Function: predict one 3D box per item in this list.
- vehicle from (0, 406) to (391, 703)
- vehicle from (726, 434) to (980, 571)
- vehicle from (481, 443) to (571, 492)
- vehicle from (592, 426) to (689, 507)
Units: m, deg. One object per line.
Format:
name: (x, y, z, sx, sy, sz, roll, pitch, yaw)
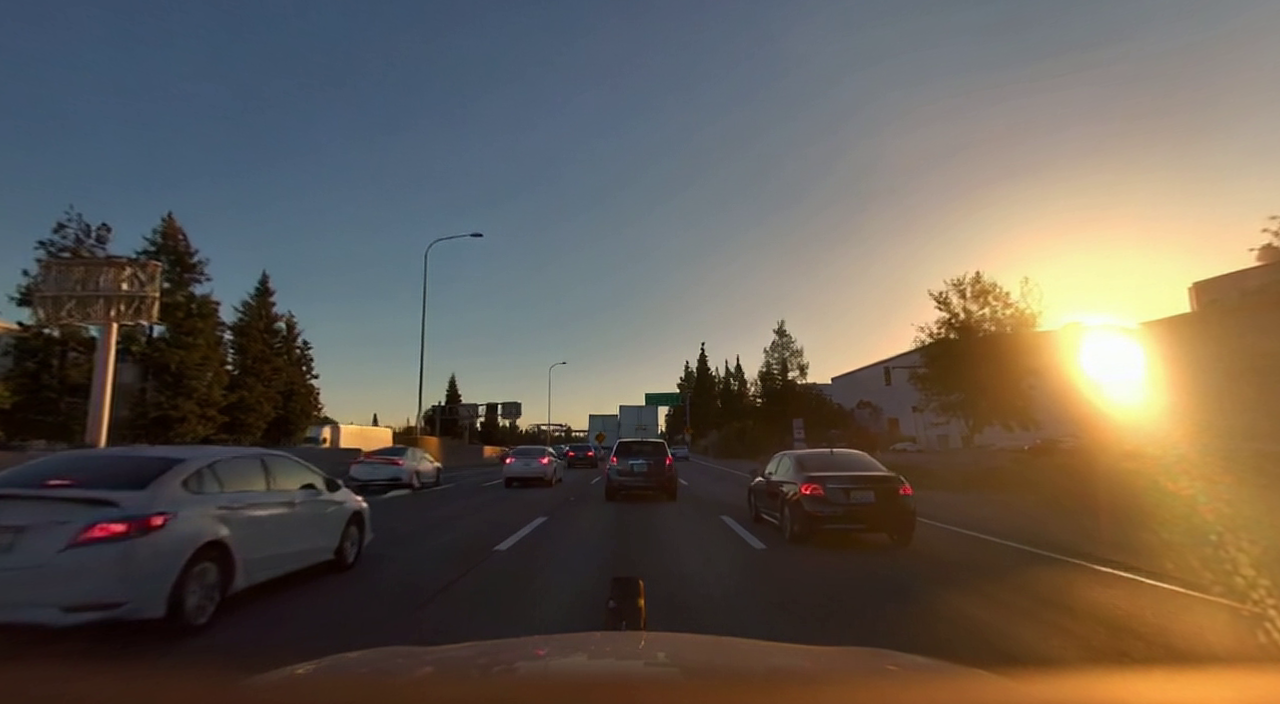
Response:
vehicle: (-3.769, 1.316, 4.970, 1.883, 1.500, 4.161, 0, -9, 0)
vehicle: (2.661, 1.996, 9.234, 2.018, 1.470, 4.491, 0, -9, -2)
vehicle: (-3.670, 3.807, 21.182, 2.132, 1.464, 4.481, 0, -9, 1)
vehicle: (0.028, 2.828, 15.968, 2.152, 1.779, 3.924, 0, -9, 1)
